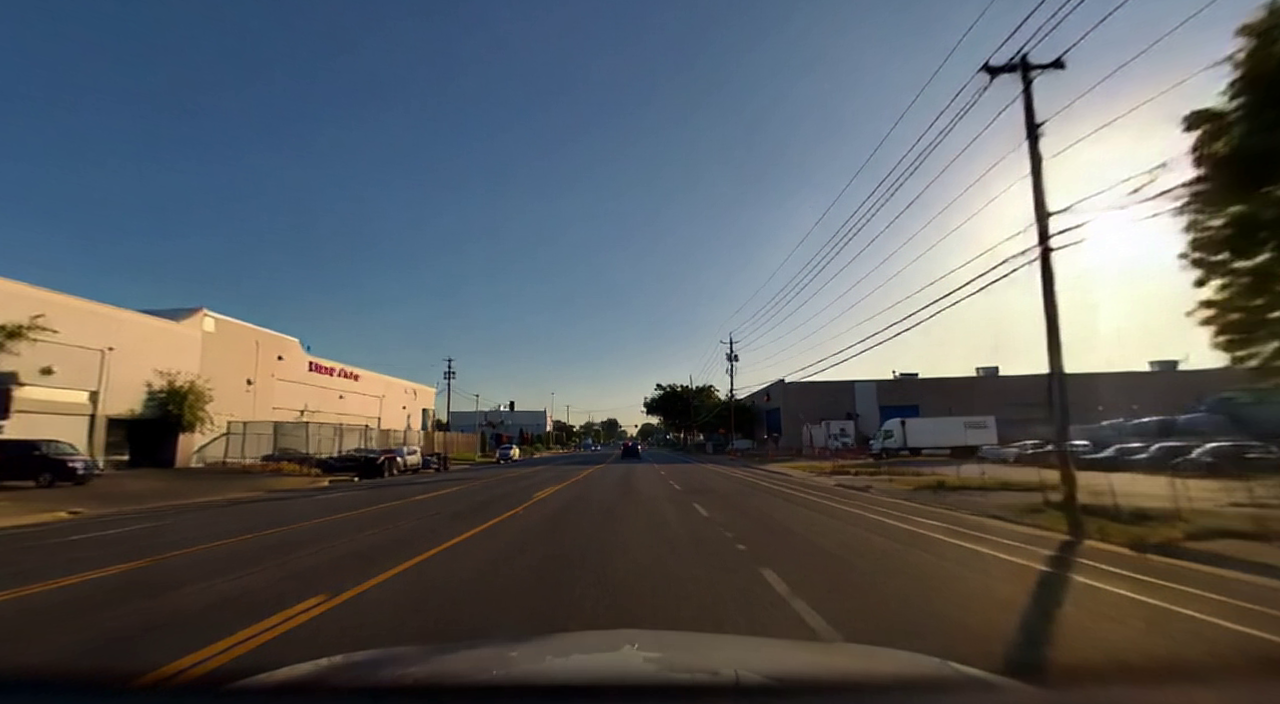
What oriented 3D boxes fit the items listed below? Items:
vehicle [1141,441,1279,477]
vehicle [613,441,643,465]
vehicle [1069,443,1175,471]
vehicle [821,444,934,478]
[{"bbox_3d":[25.739,4.784,28.409,4.625,1.484,1.997,0,-8,1],"label":"vehicle"},{"bbox_3d":[-0.814,6.901,43.271,1.937,1.588,3.746,0,-8,0],"label":"vehicle"},{"bbox_3d":[25.756,5.601,33.867,4.134,1.441,1.836,-1,-8,2],"label":"vehicle"},{"bbox_3d":[11.716,5.385,31.382,4.758,1.496,1.871,-1,-8,-1],"label":"vehicle"}]
